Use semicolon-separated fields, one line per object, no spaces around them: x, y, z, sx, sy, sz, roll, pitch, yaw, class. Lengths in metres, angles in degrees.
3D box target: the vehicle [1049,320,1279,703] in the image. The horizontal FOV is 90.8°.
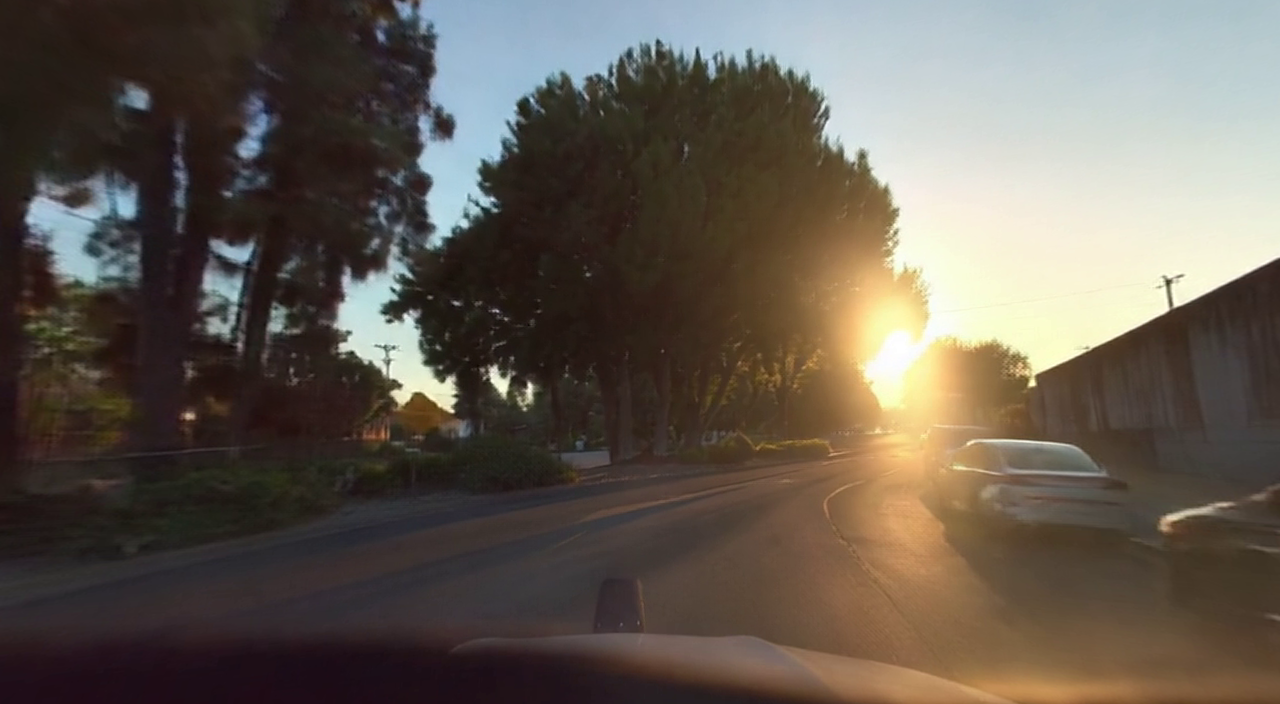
3.976;0.695;2.258;2.269;1.841;4.569;-1;-8;6;vehicle
